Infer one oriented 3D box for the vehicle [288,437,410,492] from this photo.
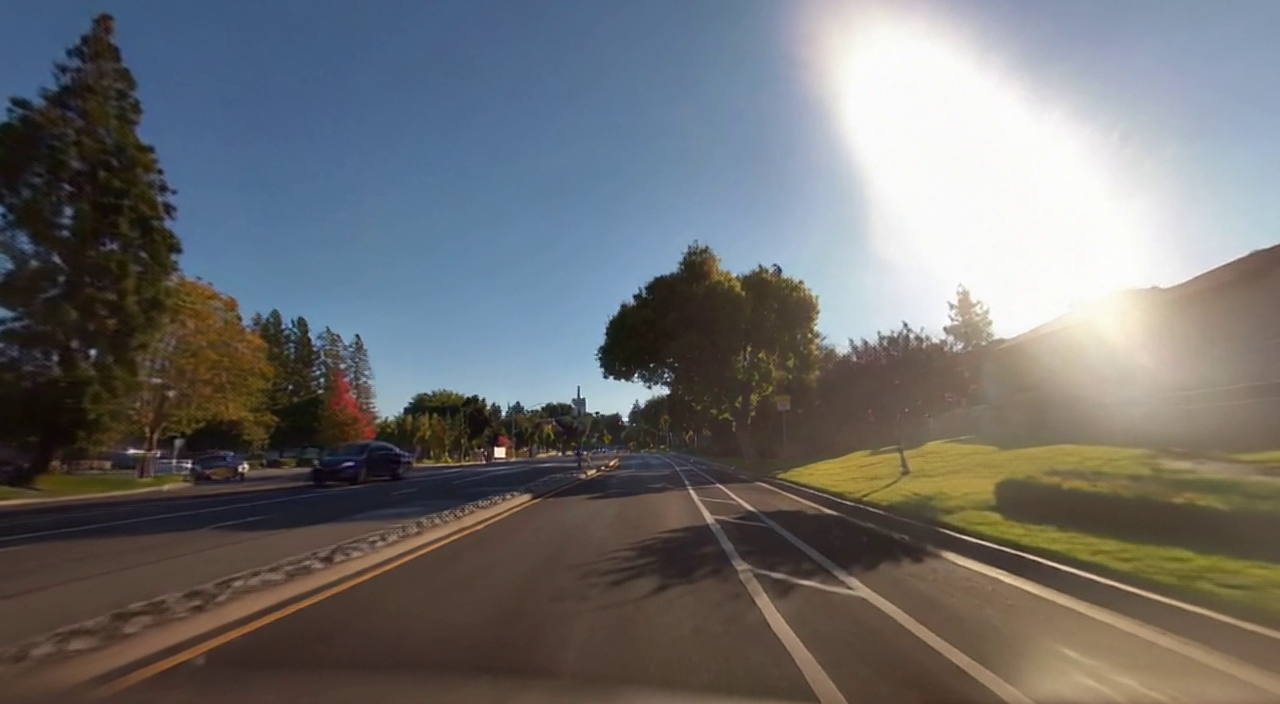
[{"bbox_3d":[-11.129,4.315,24.632,2.336,1.905,4.908,0,-8,1],"label":"vehicle"}]
